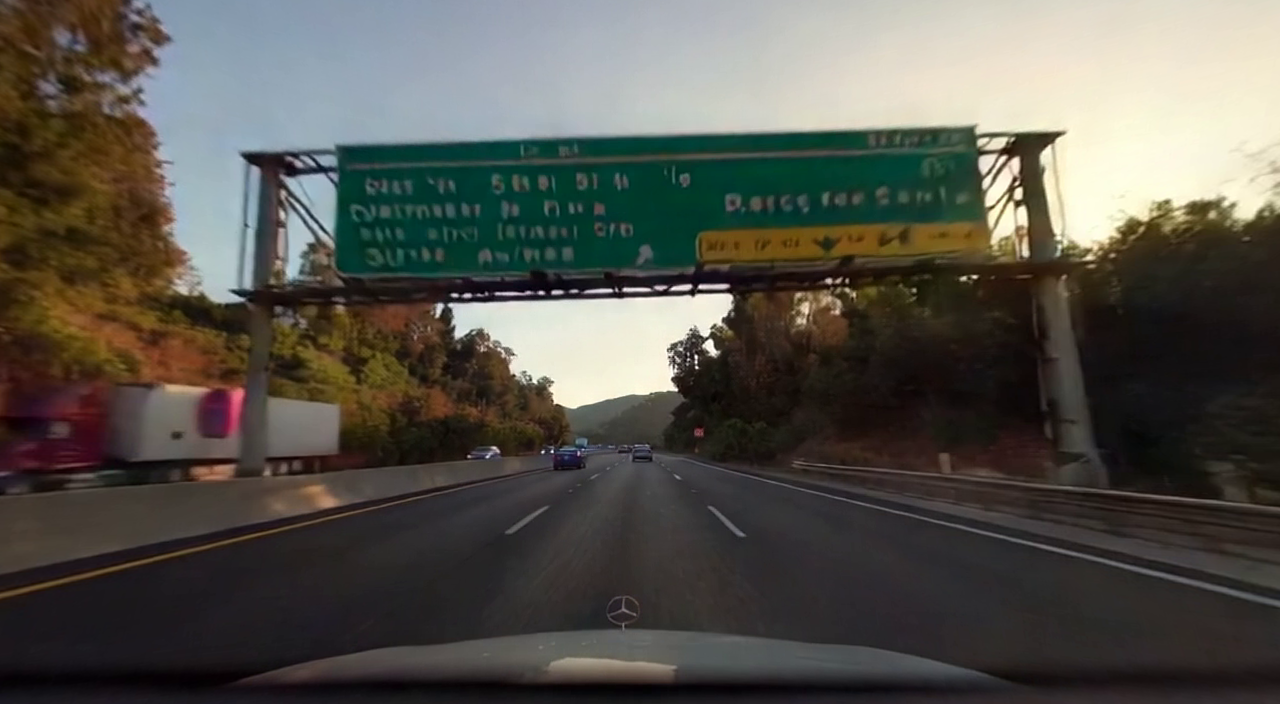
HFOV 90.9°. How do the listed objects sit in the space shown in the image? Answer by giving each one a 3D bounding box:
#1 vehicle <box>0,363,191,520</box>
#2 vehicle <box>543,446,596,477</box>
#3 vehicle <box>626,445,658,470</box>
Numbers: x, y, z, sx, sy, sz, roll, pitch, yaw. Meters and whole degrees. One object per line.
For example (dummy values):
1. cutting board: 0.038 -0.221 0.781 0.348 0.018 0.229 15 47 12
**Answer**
1. vehicle: -17.614 2.752 19.365 2.969 4.056 6.010 0 -9 0
2. vehicle: -3.613 5.669 32.950 2.157 1.483 4.601 0 -9 1
3. vehicle: 0.137 7.011 42.129 2.011 1.590 3.607 0 -9 0
